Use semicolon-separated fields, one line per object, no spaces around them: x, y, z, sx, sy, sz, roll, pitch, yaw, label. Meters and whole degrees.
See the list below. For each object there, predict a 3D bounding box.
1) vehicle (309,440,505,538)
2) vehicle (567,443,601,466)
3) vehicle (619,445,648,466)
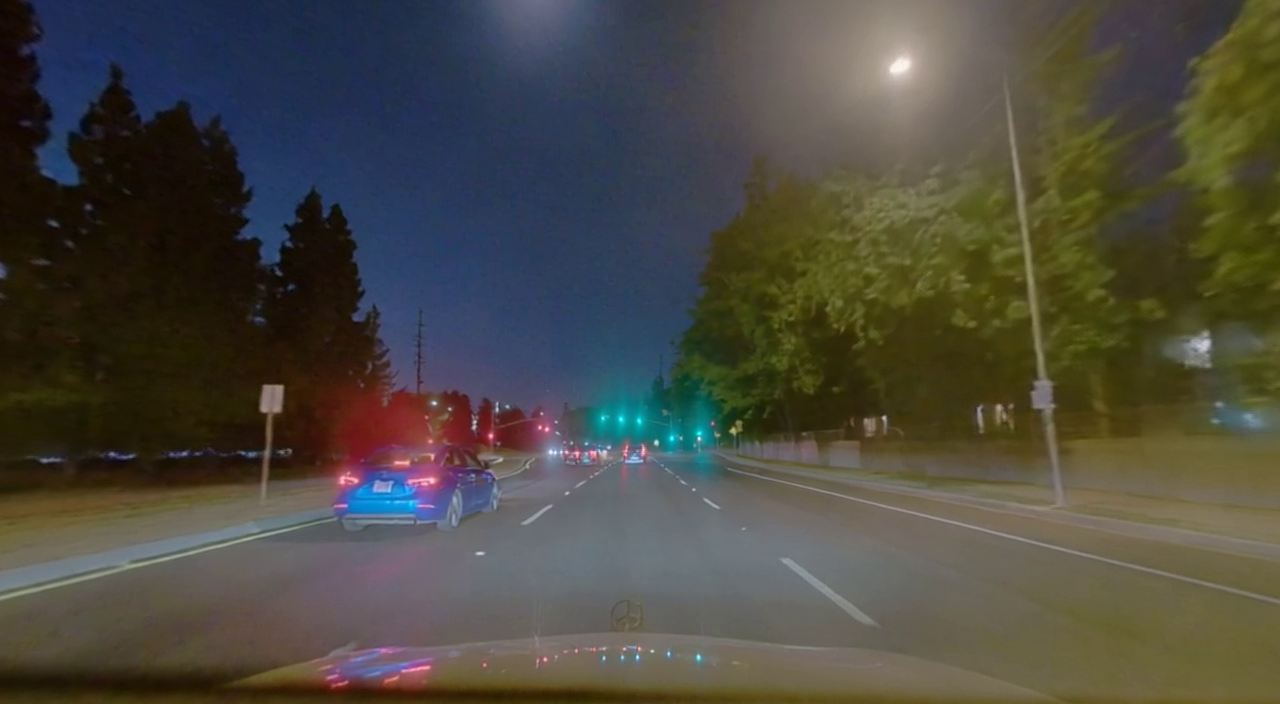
-3.893;2.345;11.523;1.905;1.418;4.396;0;-9;0;vehicle
-4.060;7.501;46.359;2.103;1.592;4.160;0;-9;0;vehicle
-0.476;7.535;46.016;1.991;1.431;4.199;0;-9;-1;vehicle
